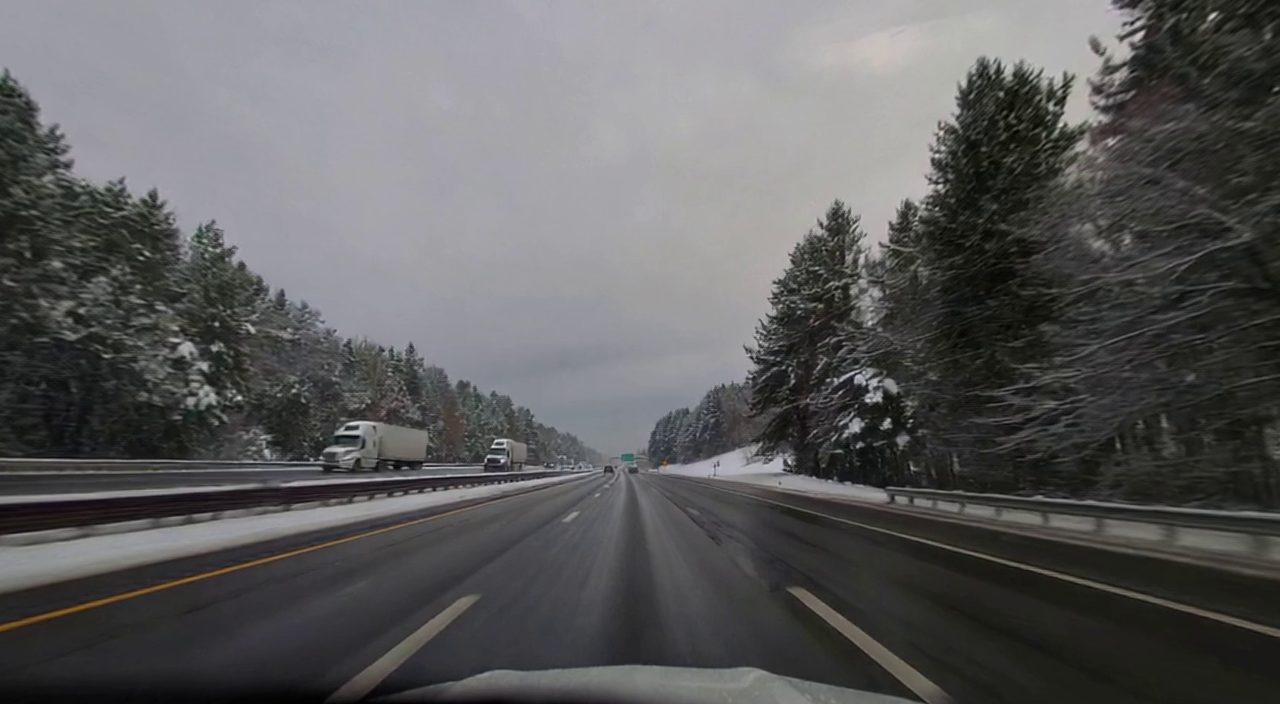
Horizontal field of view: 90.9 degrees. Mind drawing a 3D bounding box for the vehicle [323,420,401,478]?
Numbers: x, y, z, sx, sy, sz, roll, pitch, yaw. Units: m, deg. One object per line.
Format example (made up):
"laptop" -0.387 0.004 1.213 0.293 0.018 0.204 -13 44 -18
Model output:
"vehicle" -20.114 7.161 45.974 2.969 3.859 5.793 1 -10 -1
